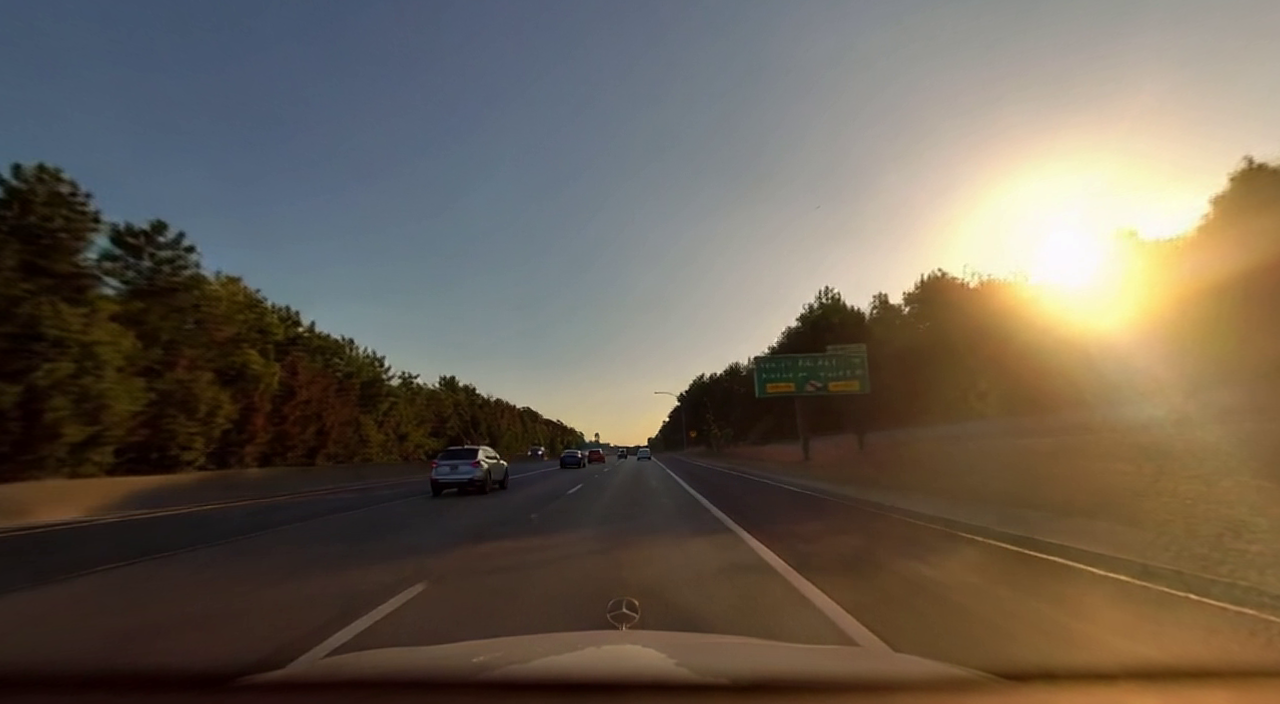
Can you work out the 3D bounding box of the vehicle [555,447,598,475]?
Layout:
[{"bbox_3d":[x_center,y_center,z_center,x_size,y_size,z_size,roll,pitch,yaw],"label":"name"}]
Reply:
[{"bbox_3d":[-3.590,6.234,36.151,2.005,1.474,3.921,0,-9,1],"label":"vehicle"}]

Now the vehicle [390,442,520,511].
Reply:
[{"bbox_3d":[-4.568,3.131,16.369,1.975,1.501,4.603,0,-9,0],"label":"vehicle"}]
